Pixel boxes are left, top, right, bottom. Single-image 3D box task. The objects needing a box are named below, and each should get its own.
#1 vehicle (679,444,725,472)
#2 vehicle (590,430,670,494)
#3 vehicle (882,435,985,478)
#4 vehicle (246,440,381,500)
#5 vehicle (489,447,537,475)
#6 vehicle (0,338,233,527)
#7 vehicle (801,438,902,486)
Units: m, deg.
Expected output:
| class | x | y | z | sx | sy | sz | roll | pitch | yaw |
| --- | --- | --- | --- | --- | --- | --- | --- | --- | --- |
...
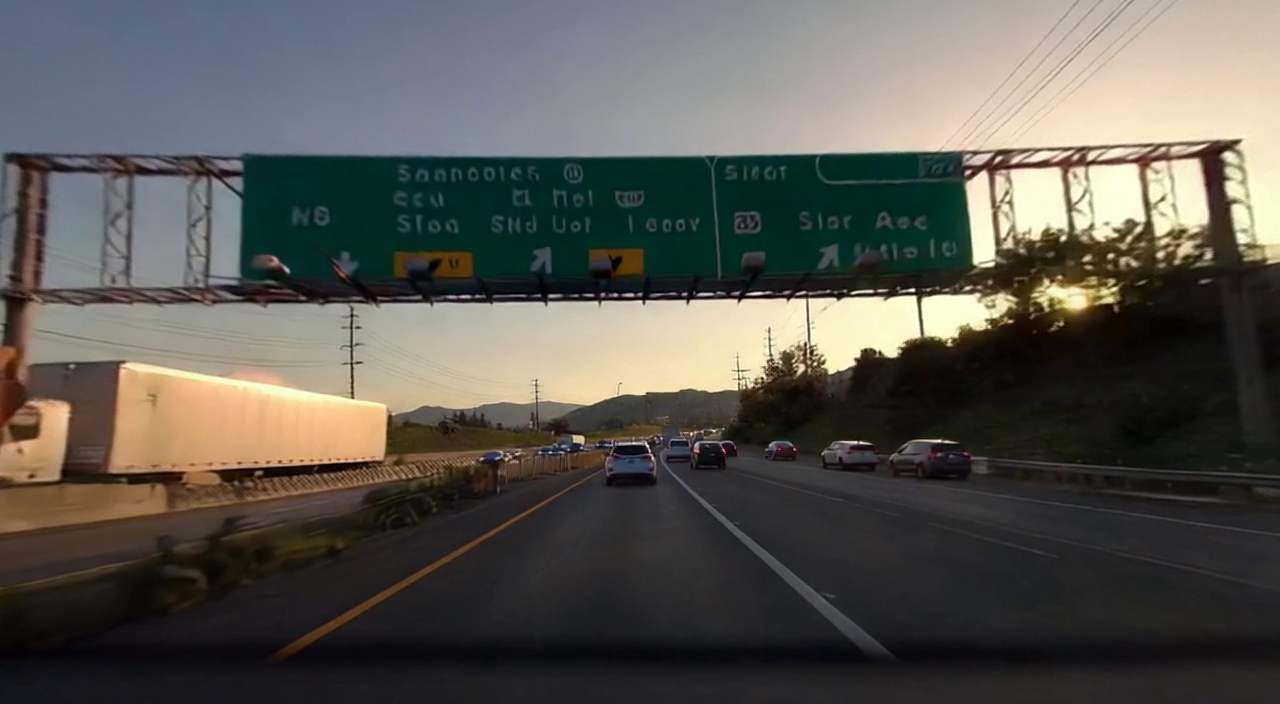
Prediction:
| class | x | y | z | sx | sy | sz | roll | pitch | yaw |
| --- | --- | --- | --- | --- | --- | --- | --- | --- | --- |
| vehicle | 3.361 | 5.856 | 35.196 | 1.934 | 1.461 | 4.368 | 0 | -9 | -2 |
| vehicle | -0.300 | 3.521 | 20.568 | 2.298 | 1.809 | 4.359 | 0 | -8 | 0 |
| vehicle | 11.345 | 4.051 | 24.747 | 1.944 | 1.505 | 4.138 | 0 | -8 | -1 |
| vehicle | -11.478 | 4.145 | 22.745 | 2.102 | 1.874 | 5.112 | 0 | -8 | 0 |
| vehicle | -7.792 | 6.692 | 39.160 | 2.011 | 1.598 | 4.342 | 0 | -8 | 0 |
| vehicle | -15.009 | 2.178 | 16.505 | 3.032 | 3.968 | 8.215 | 0 | -8 | 1 |
| vehicle | 7.093 | 3.711 | 21.676 | 1.958 | 1.473 | 4.201 | 0 | -8 | -1 |
